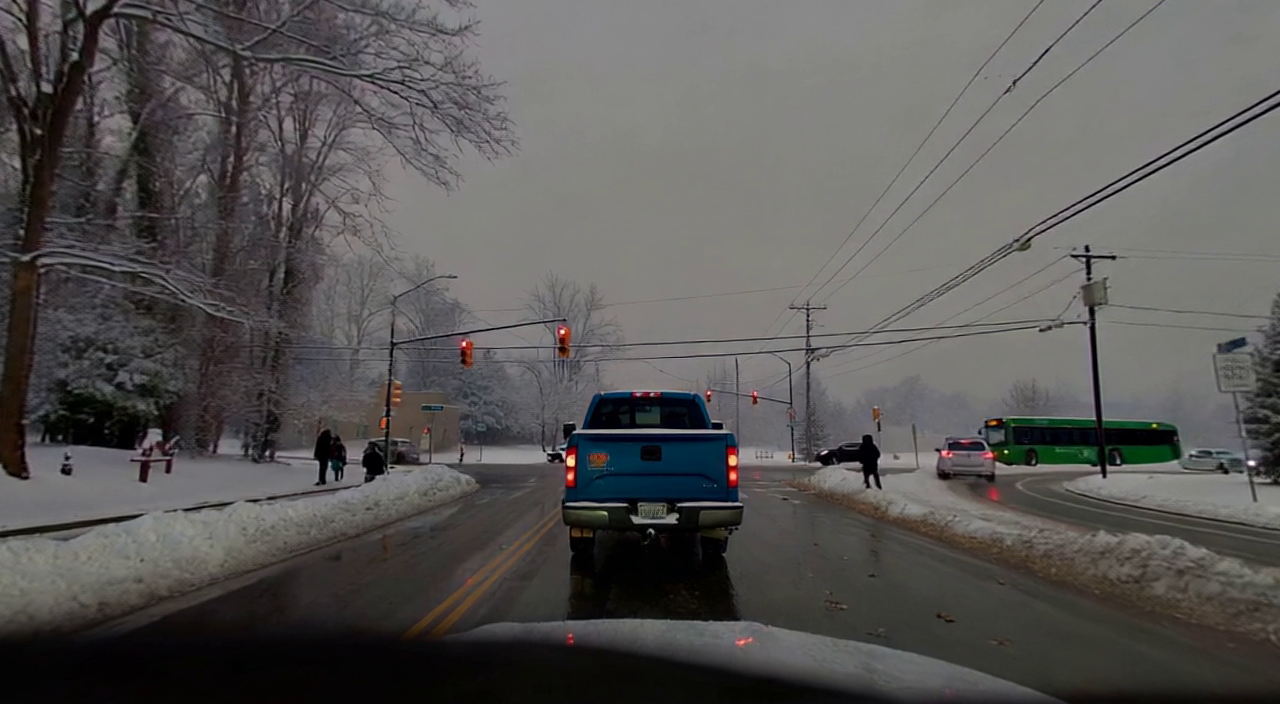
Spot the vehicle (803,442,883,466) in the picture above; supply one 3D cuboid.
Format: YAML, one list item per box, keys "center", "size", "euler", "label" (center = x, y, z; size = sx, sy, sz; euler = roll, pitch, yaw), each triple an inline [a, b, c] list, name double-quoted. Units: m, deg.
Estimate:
- center: [13.202, 6.668, 41.324]
  size: [4.578, 1.490, 1.935]
  euler: [-1, -8, 1]
  label: "vehicle"

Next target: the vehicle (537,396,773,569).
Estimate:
- center: [0.126, 1.905, 10.112]
  size: [2.707, 1.964, 5.485]
  euler: [0, -8, -1]
  label: "vehicle"

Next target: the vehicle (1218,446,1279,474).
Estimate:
- center: [41.431, 7.013, 41.260]
  size: [5.426, 1.728, 1.999]
  euler: [0, -8, -2]
  label: "vehicle"

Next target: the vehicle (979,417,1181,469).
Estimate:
- center: [28.515, 5.949, 41.312]
  size: [10.726, 3.128, 3.003]
  euler: [-1, -8, 1]
  label: "vehicle"

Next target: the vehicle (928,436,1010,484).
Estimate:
- center: [11.675, 3.740, 22.244]
  size: [2.060, 1.496, 4.520]
  euler: [-6, -10, 32]
  label: "vehicle"
